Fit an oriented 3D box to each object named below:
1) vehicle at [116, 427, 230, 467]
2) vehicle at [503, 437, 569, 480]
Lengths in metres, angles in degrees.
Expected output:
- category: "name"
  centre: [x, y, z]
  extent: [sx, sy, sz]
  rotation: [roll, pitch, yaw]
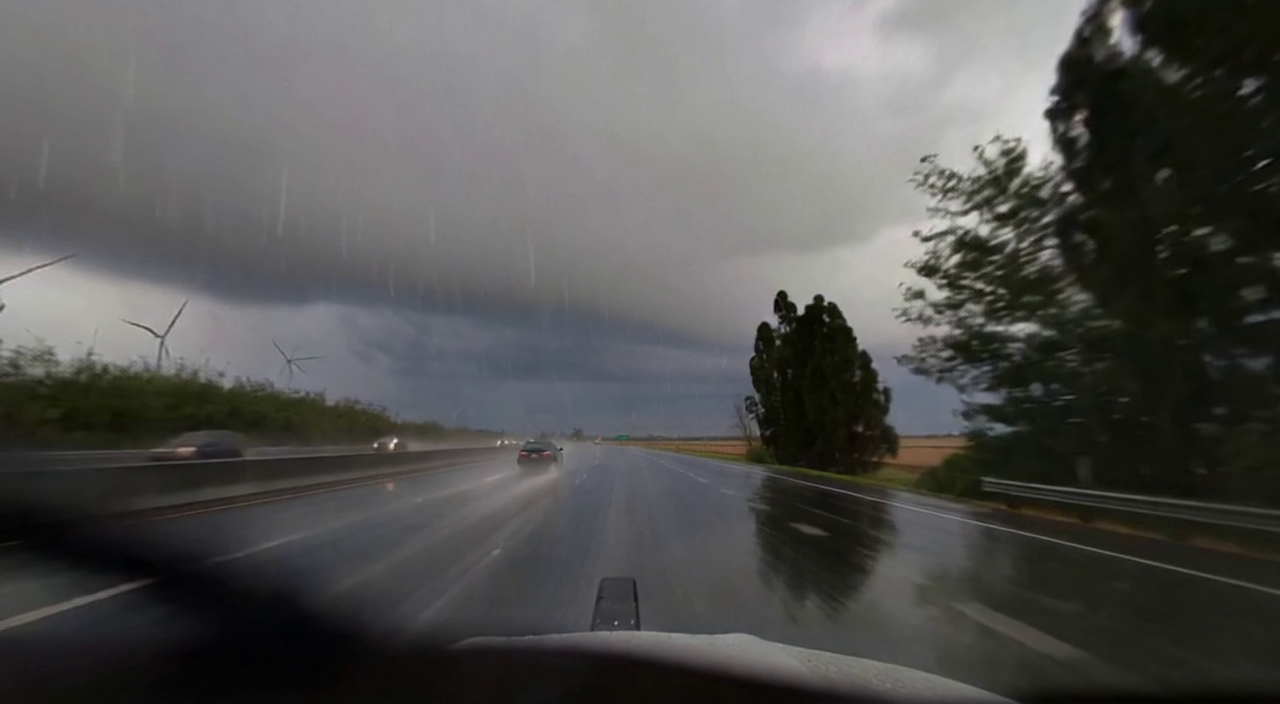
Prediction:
- category: "vehicle"
  centre: [-20.111, 4.112, 27.351]
  extent: [1.804, 1.552, 4.248]
  rotation: [0, -8, -2]
- category: "vehicle"
  centre: [-4.034, 4.184, 25.127]
  extent: [2.053, 1.549, 4.097]
  rotation: [0, -8, -1]
